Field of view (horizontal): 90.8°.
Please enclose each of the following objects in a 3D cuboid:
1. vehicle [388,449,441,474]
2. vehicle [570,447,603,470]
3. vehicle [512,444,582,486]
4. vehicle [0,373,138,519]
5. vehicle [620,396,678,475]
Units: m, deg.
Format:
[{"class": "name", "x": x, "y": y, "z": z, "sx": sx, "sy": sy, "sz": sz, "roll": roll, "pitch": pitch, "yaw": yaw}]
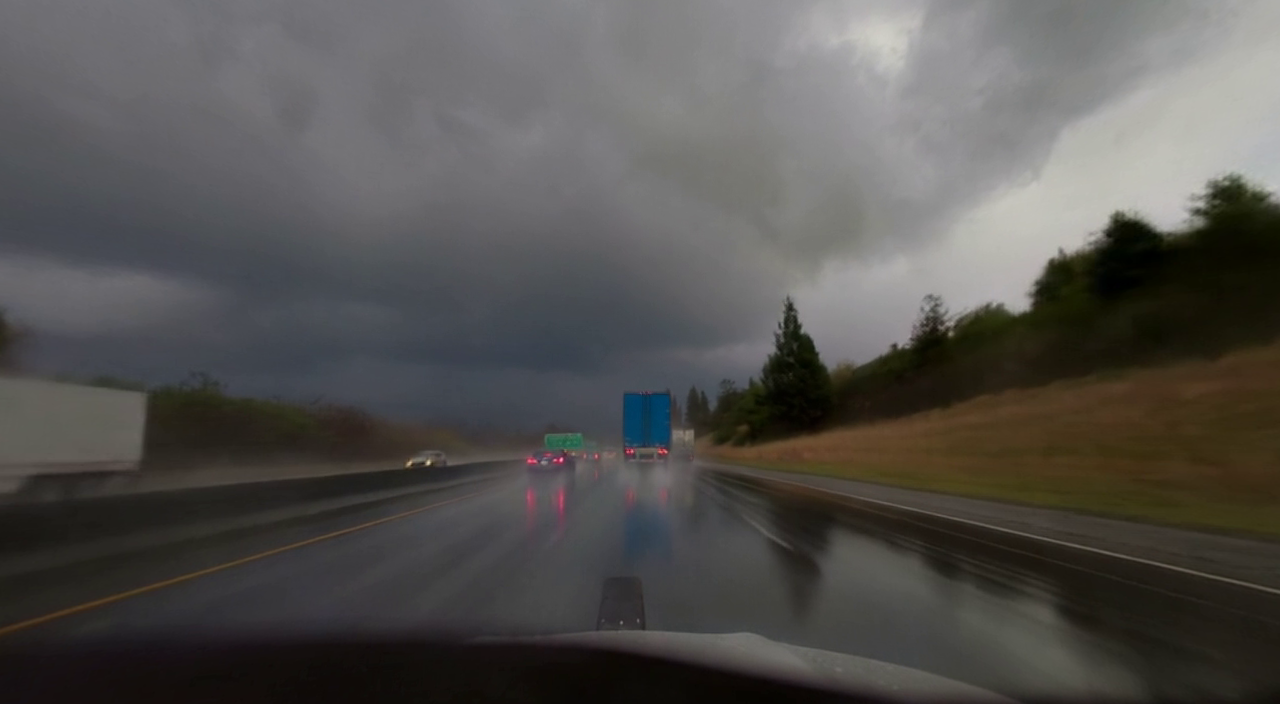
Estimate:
[{"class": "vehicle", "x": -15.485, "y": 7.531, "z": 43.592, "sx": 1.964, "sy": 1.637, "sz": 4.391, "roll": 0, "pitch": -9, "yaw": 0}, {"class": "vehicle", "x": -3.737, "y": 7.513, "z": 44.876, "sx": 2.051, "sy": 1.537, "sz": 4.111, "roll": 0, "pitch": -9, "yaw": -1}, {"class": "vehicle", "x": -3.593, "y": 4.446, "z": 25.220, "sx": 2.053, "sy": 1.489, "sz": 4.740, "roll": 0, "pitch": -9, "yaw": 0}, {"class": "vehicle", "x": -19.550, "y": 2.253, "z": 15.200, "sx": 2.924, "sy": 4.077, "sz": 14.552, "roll": 0, "pitch": -9, "yaw": 0}, {"class": "vehicle", "x": 0.414, "y": 5.103, "z": 37.928, "sx": 2.919, "sy": 4.048, "sz": 11.010, "roll": 0, "pitch": -9, "yaw": 0}]
